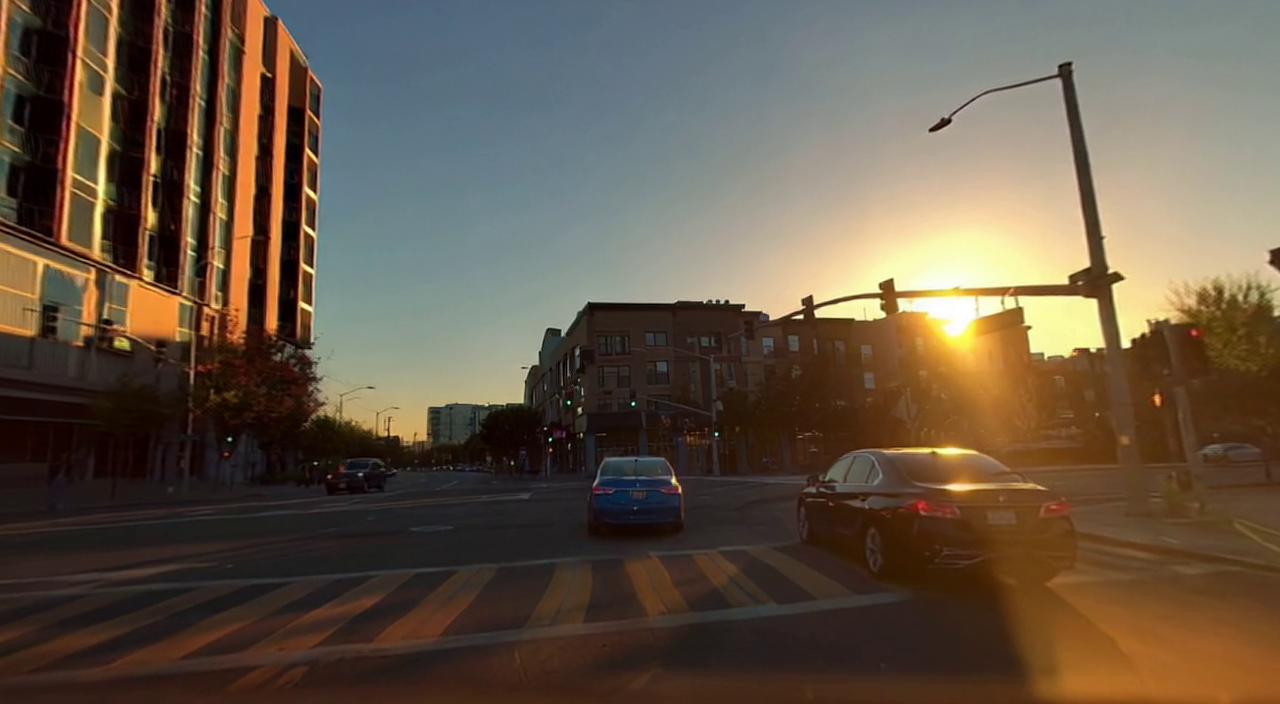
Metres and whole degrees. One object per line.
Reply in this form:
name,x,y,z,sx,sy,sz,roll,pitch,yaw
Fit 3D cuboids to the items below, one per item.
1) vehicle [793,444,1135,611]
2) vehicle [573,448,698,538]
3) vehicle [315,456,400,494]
vehicle,3.329,1.830,7.589,1.860,1.430,4.089,0,-8,-1
vehicle,-0.086,2.673,12.634,2.094,1.481,4.078,0,-8,0
vehicle,-14.824,6.445,33.461,2.126,1.782,4.880,0,-8,2
